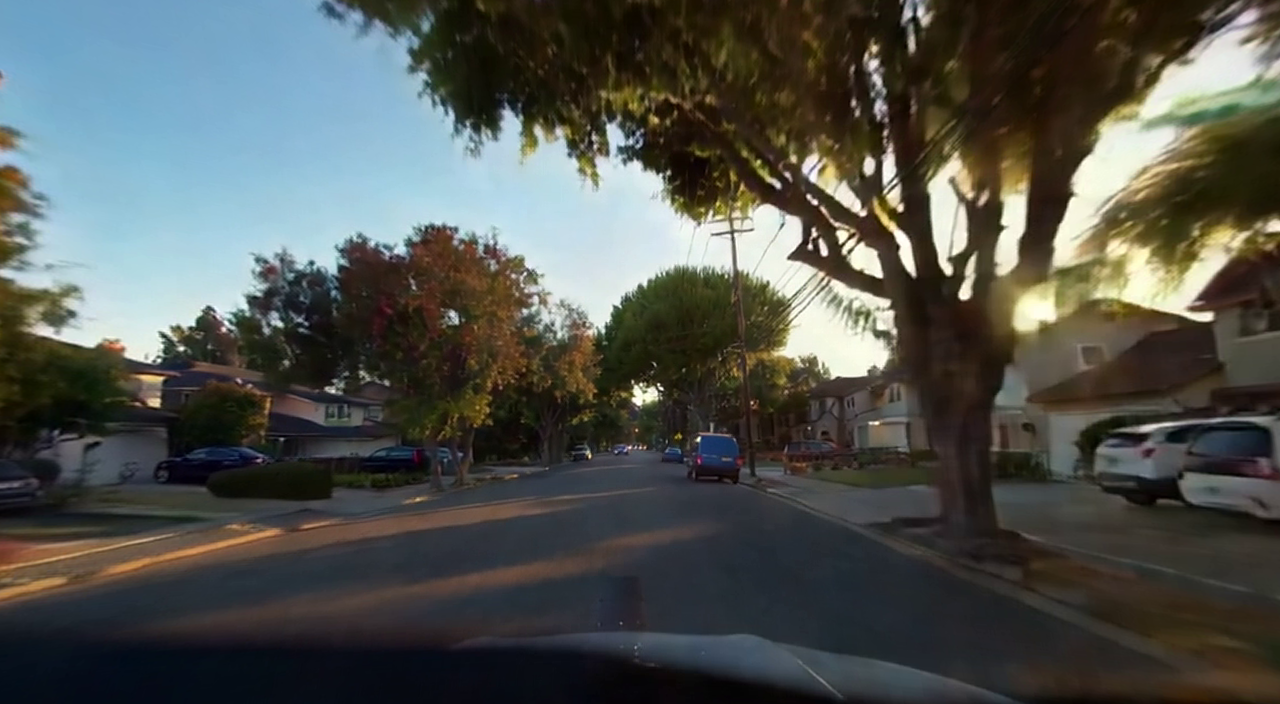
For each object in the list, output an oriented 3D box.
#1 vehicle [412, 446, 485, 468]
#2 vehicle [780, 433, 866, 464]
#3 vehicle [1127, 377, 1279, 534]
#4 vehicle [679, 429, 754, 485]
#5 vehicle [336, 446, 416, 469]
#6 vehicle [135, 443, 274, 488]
[{"bbox_3d":[-13.230,7.302,43.887,4.443,1.475,1.932,0,-9,-2],"label":"vehicle"},{"bbox_3d":[11.046,5.853,38.315,4.602,1.799,1.859,0,-8,-1],"label":"vehicle"},{"bbox_3d":[10.296,1.327,8.801,5.030,1.915,2.221,-2,-8,2],"label":"vehicle"},{"bbox_3d":[2.953,4.246,25.832,2.311,2.069,5.156,0,-9,-1],"label":"vehicle"},{"bbox_3d":[-18.171,7.282,43.615,4.615,1.482,2.073,1,-8,0],"label":"vehicle"},{"bbox_3d":[-18.420,4.800,26.899,4.414,1.731,2.008,-1,-8,-1],"label":"vehicle"}]
